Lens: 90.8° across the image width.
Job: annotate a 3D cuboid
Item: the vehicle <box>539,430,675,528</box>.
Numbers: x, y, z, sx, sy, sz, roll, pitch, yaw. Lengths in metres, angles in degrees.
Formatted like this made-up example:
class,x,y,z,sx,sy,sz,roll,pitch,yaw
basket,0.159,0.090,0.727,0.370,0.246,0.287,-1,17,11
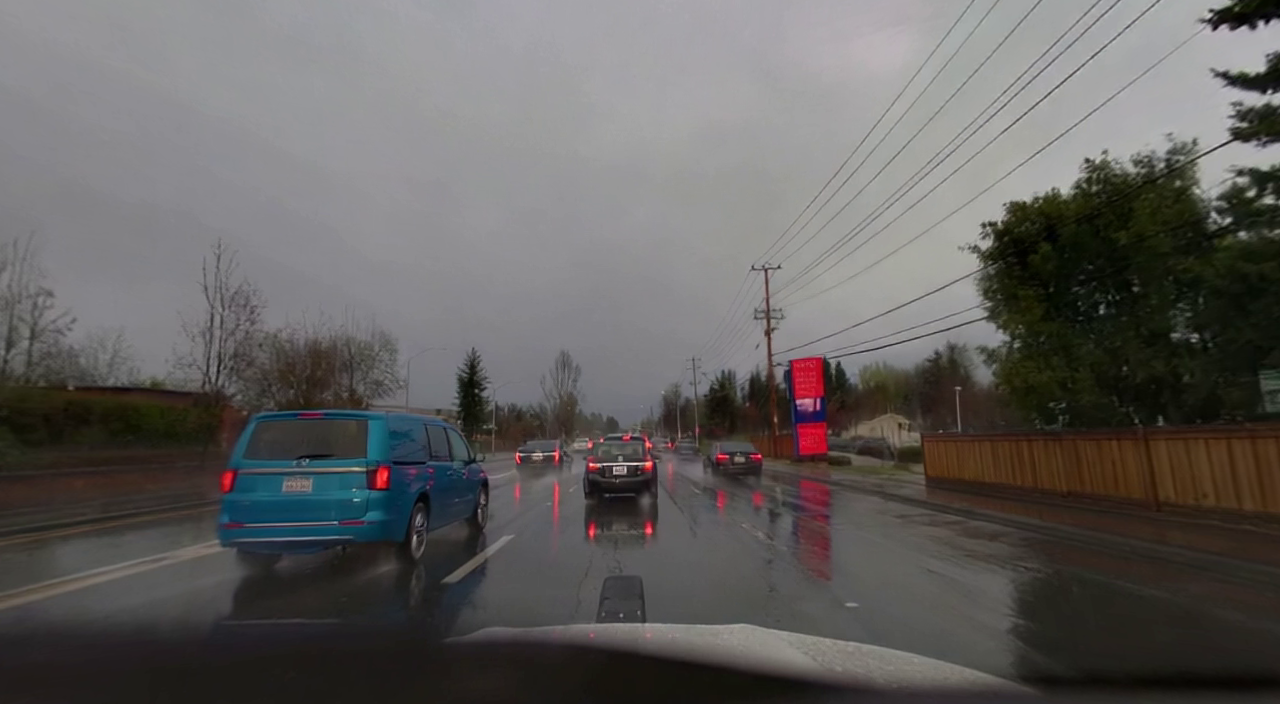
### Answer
class,x,y,z,sx,sy,sz,roll,pitch,yaw
vehicle,-0.559,2.262,11.767,2.097,1.511,3.809,0,-9,-1

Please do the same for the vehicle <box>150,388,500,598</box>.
class,x,y,z,sx,sy,sz,roll,pitch,yaw
vehicle,-3.309,1.595,8.030,2.092,1.839,4.736,0,-9,-2

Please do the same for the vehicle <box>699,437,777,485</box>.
class,x,y,z,sx,sy,sz,roll,pitch,yaw
vehicle,3.273,3.750,22.008,1.878,1.479,4.461,0,-9,-1

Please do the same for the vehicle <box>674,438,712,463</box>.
class,x,y,z,sx,sy,sz,roll,pitch,yaw
vehicle,3.230,6.152,39.514,1.841,1.456,4.237,0,-9,-2
